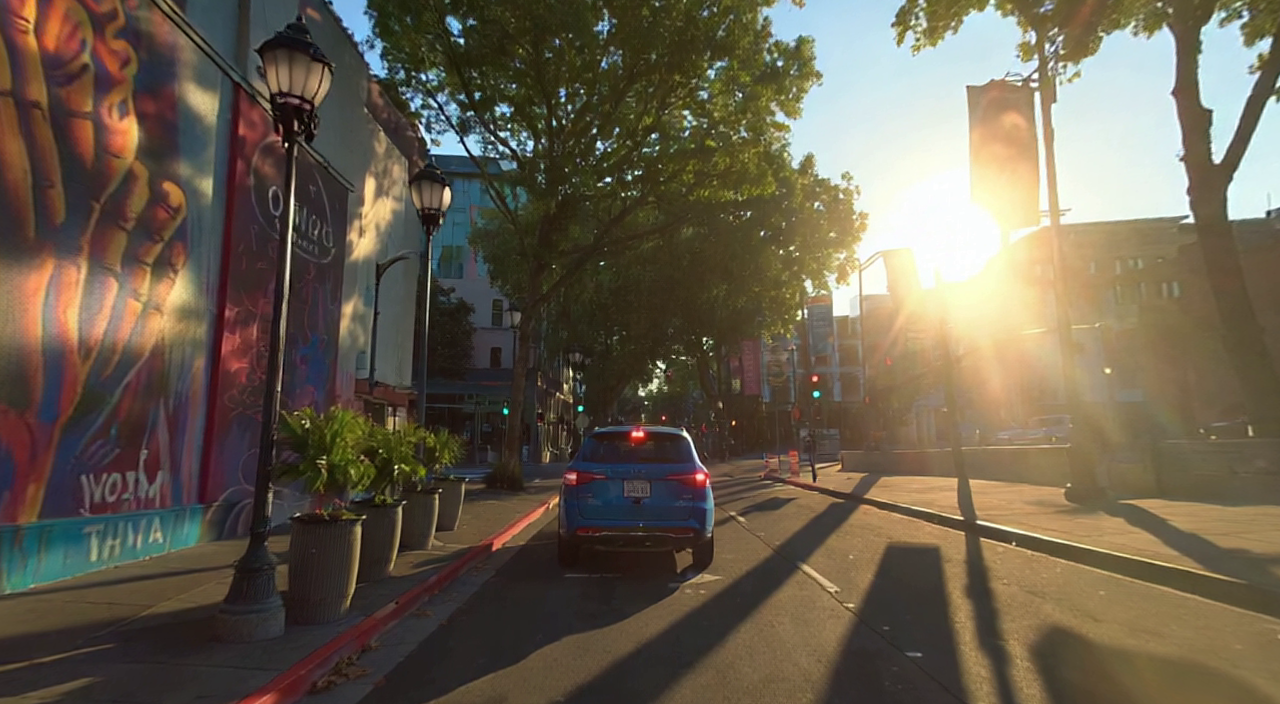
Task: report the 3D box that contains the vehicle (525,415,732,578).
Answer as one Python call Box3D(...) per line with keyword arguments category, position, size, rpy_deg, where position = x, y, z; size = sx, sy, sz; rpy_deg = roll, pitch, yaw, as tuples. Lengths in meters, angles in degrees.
Box3D(category="vehicle", position=(-0.138, 1.754, 8.374), size=(2.079, 1.621, 3.861), rpy_deg=(0, -8, -1))
